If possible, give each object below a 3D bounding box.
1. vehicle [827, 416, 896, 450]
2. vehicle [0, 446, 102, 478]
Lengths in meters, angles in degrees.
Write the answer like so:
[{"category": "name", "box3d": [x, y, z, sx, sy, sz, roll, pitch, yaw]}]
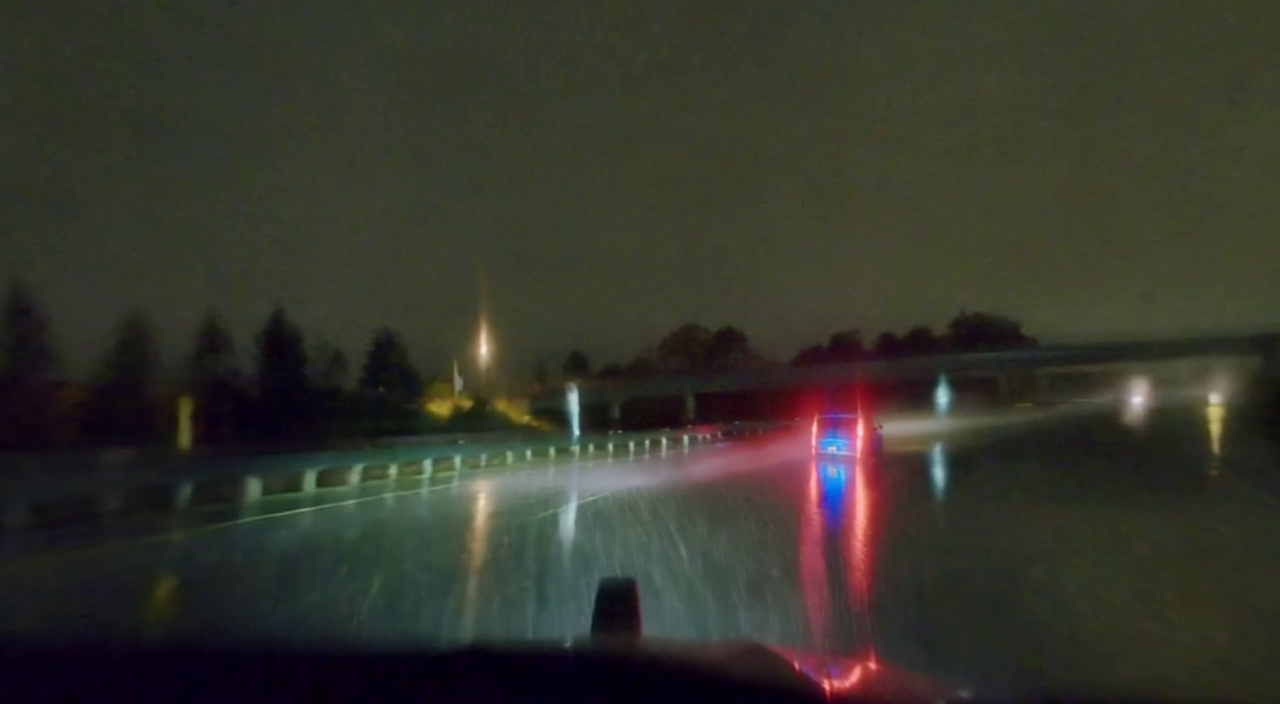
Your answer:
[{"category": "vehicle", "box3d": [10.446, 3.774, 29.537, 2.028, 1.440, 3.970, -2, -7, 35]}, {"category": "vehicle", "box3d": [-31.374, 5.792, 33.417, 4.119, 1.500, 1.767, 6, -10, -41]}]
